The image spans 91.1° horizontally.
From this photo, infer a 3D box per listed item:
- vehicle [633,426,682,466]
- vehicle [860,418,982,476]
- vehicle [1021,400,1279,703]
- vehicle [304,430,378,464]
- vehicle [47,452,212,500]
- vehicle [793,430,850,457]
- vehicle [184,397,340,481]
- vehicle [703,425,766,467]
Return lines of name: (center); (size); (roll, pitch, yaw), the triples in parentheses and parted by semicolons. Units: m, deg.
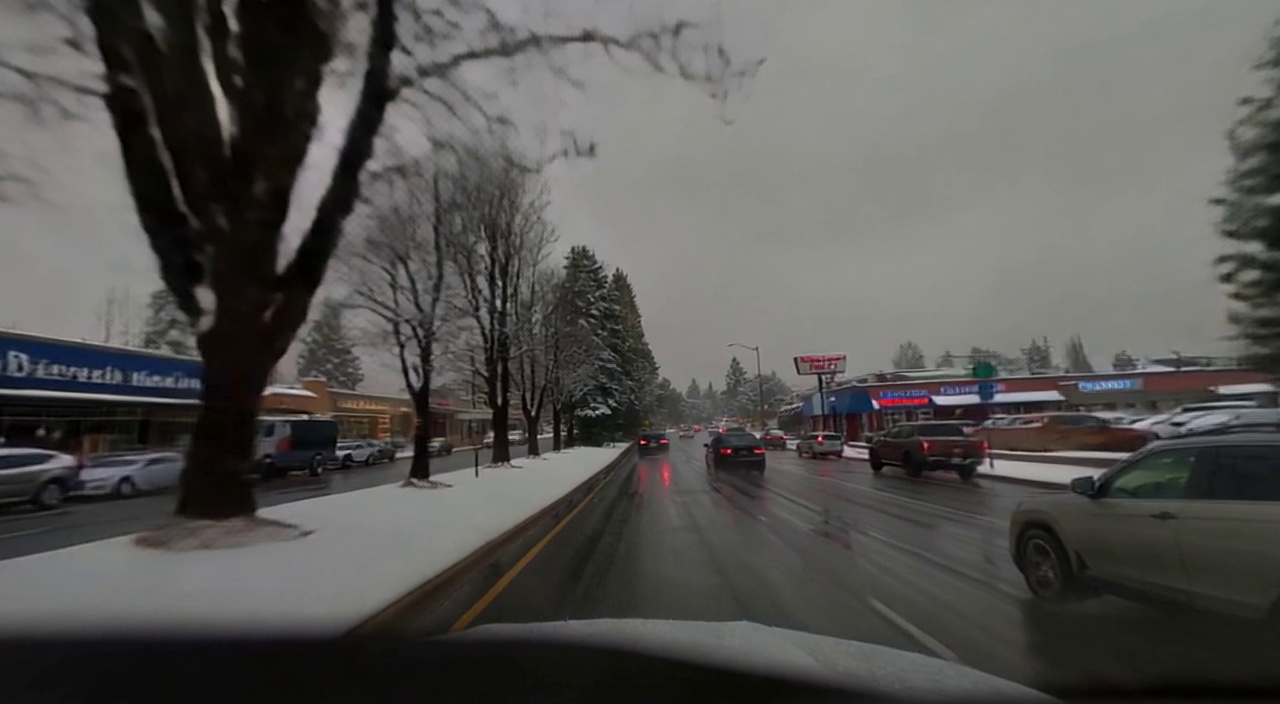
vehicle: (0.804, 4.330, 28.975); (2.098, 1.682, 3.778); (0, -8, 1)
vehicle: (10.725, 3.703, 24.546); (2.318, 1.974, 5.282); (0, -8, 0)
vehicle: (3.811, 0.890, 2.399); (1.908, 1.463, 4.506); (0, -8, 1)
vehicle: (-18.295, 5.880, 38.797); (1.948, 1.965, 5.421); (0, -9, -1)
vehicle: (-18.625, 4.504, 23.325); (1.883, 1.488, 5.224); (0, -8, -2)
vehicle: (11.235, 5.731, 39.235); (2.110, 1.535, 4.506); (0, -8, -1)
vehicle: (-18.302, 4.350, 31.181); (2.811, 3.604, 7.566); (-1, -8, 1)
vehicle: (4.078, 4.164, 27.848); (2.115, 1.692, 4.189); (0, -8, 0)
